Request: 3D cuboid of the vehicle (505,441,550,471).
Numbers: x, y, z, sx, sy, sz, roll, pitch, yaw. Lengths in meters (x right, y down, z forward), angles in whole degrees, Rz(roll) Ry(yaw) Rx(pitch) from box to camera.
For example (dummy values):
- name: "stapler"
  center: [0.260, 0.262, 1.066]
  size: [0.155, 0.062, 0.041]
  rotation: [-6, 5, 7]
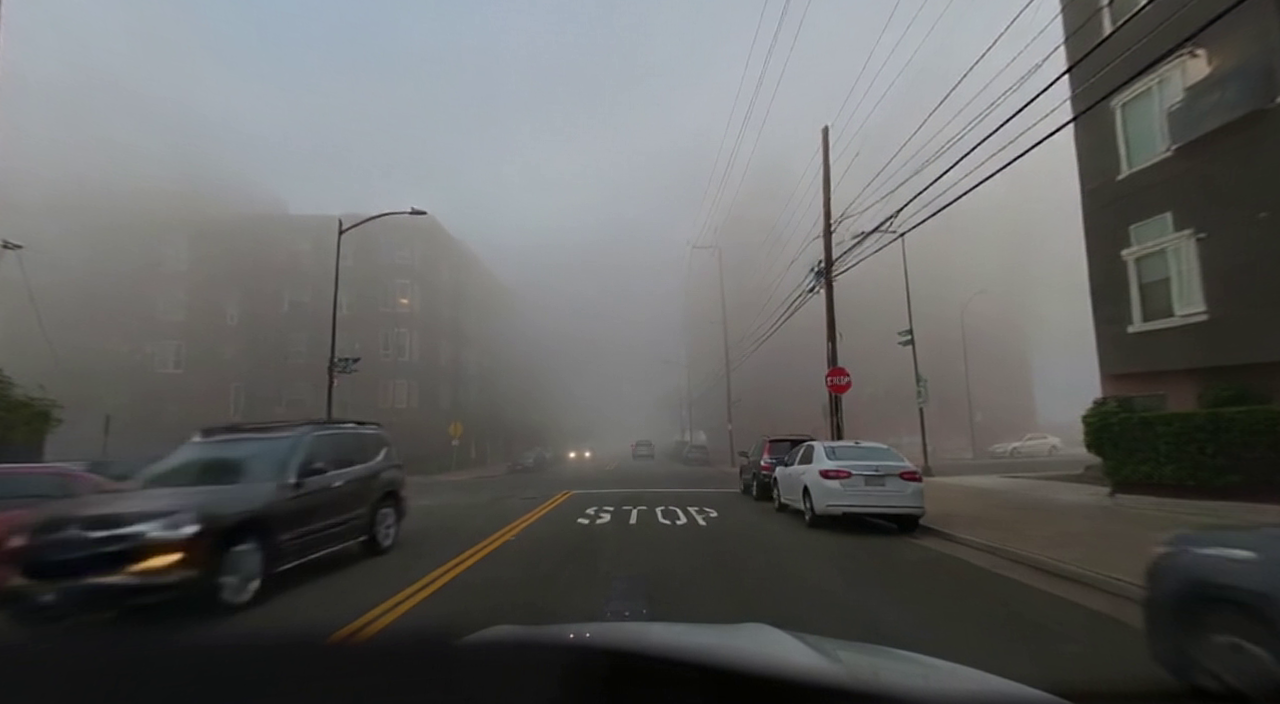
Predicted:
- name: "vehicle"
  center: [-7.511, 6.963, 42.521]
  size: [2.140, 1.874, 4.475]
  rotation: [0, -9, 0]

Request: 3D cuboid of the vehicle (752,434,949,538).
- name: "vehicle"
  center: [3.518, 2.315, 11.614]
  size: [1.888, 1.495, 4.567]
  rotation: [0, -9, -2]

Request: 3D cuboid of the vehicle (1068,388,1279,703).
- name: "vehicle"
  center: [3.651, 0.787, 1.368]
  size: [2.040, 1.637, 4.734]
  rotation: [0, -9, -1]

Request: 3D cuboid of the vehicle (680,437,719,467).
- name: "vehicle"
  center: [3.884, 6.646, 42.057]
  size: [2.164, 1.721, 4.416]
  rotation: [-4, -9, 1]

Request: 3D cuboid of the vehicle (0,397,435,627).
- name: "vehicle"
  center: [-4.405, 1.601, 7.323]
  size: [2.452, 1.778, 4.634]
  rotation: [0, -9, 0]

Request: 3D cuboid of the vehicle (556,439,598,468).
- name: "vehicle"
  center: [-4.128, 6.792, 42.339]
  size: [2.201, 1.801, 4.750]
  rotation: [-1, -9, 2]
